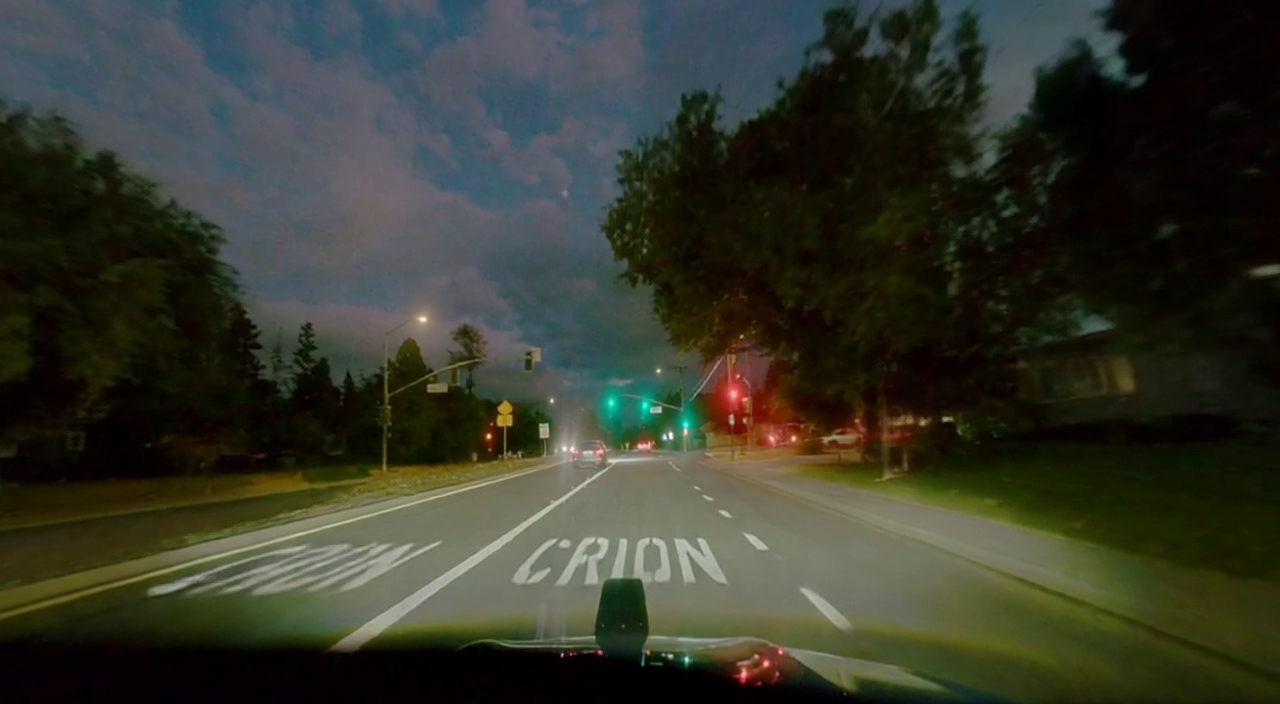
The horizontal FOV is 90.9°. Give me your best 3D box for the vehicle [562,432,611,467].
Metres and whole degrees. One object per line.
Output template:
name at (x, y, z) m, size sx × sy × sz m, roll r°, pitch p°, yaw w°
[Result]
vehicle at (-2.747, 5.130, 33.410) m, size 2.084 × 1.701 × 4.734 m, roll 0°, pitch -8°, yaw 1°
